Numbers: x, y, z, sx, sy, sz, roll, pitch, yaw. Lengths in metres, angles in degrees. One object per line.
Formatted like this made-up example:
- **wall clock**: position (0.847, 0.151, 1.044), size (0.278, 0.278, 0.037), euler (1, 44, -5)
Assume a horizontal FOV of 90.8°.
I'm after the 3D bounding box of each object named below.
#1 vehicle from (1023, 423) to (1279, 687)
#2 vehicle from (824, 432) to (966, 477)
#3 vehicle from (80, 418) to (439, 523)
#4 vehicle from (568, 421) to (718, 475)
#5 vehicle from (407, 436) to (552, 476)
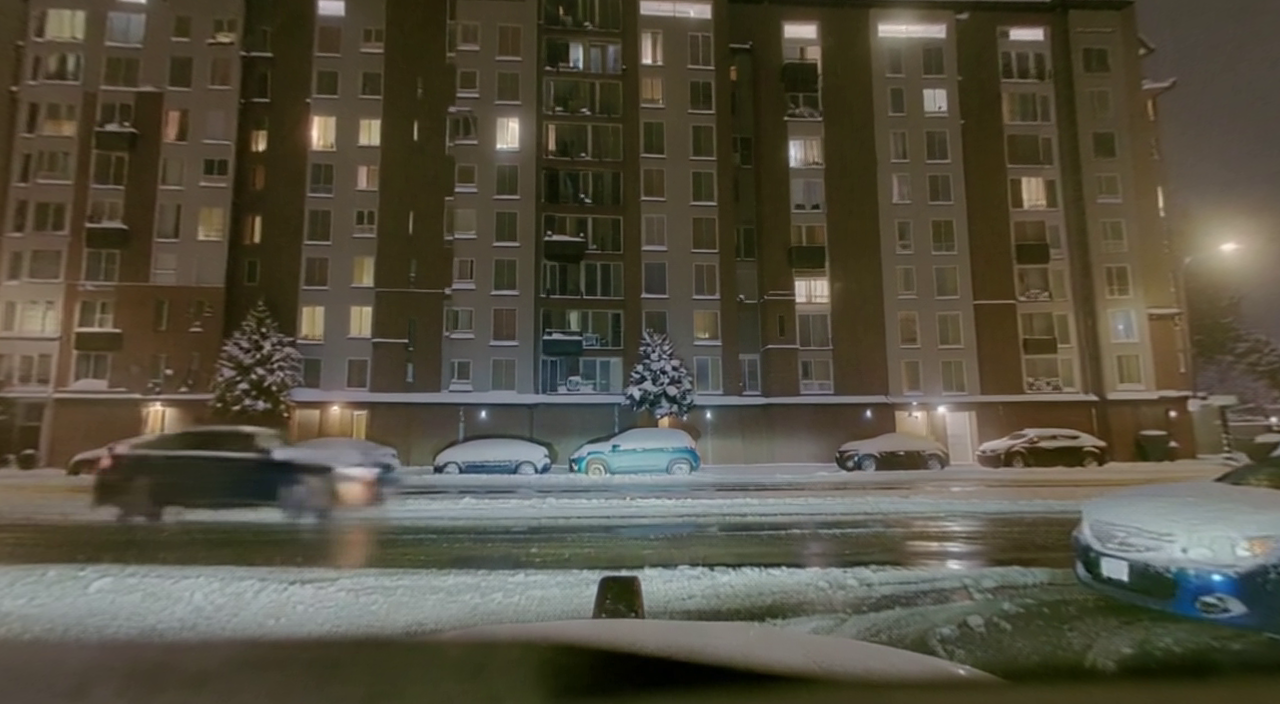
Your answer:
- **vehicle**: position (5.909, 1.324, 4.794), size (4.714, 1.471, 1.978), euler (-1, -4, 1)
- **vehicle**: position (9.448, 3.798, 23.630), size (4.521, 1.411, 1.726), euler (-2, -7, -4)
- **vehicle**: position (-5.973, 1.909, 10.467), size (4.609, 1.508, 2.039), euler (0, -8, -1)
- **vehicle**: position (0.056, 3.579, 23.423), size (5.299, 1.860, 2.098), euler (1, -9, -5)
- **vehicle**: position (-5.769, 3.836, 23.225), size (4.851, 1.339, 1.785), euler (0, -10, -2)
